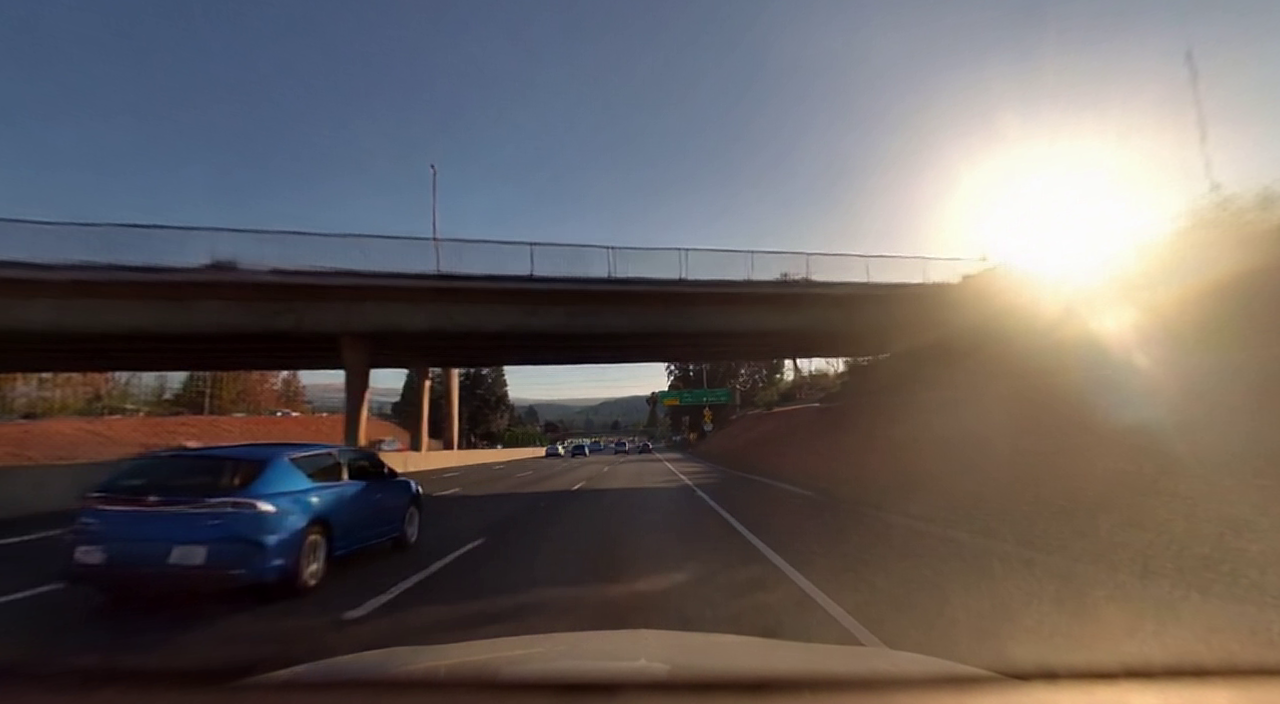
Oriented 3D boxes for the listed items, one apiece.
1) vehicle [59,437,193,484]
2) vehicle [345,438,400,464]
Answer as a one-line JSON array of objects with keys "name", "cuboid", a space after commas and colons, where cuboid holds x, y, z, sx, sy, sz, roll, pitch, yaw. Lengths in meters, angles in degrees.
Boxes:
[{"name": "vehicle", "cuboid": [-16.697, 3.521, 20.710, 1.529, 1.390, 3.336, 0, -8, 1]}, {"name": "vehicle", "cuboid": [-16.180, 6.010, 38.331, 1.716, 1.450, 3.496, 0, -8, 1]}]
